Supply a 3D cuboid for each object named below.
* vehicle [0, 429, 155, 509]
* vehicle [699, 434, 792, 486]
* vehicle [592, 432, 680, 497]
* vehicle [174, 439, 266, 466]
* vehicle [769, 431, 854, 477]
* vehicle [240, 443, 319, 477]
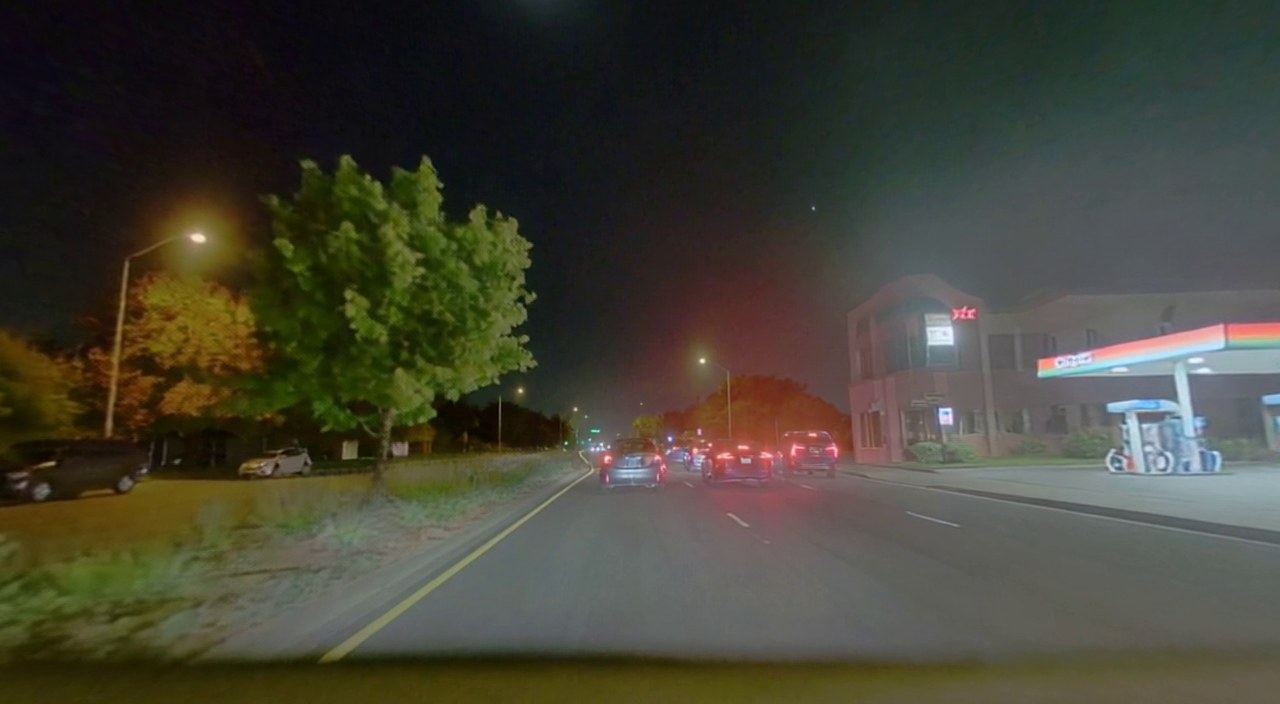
[{"bbox_3d":[-18.988,3.679,20.663,2.222,2.141,5.390,-1,-6,-4],"label":"vehicle"},{"bbox_3d":[3.272,3.473,20.613,2.124,1.476,4.730,0,-8,-1],"label":"vehicle"},{"bbox_3d":[-0.071,2.897,16.608,2.052,1.488,3.779,0,-8,1],"label":"vehicle"},{"bbox_3d":[-28.216,6.754,42.520,4.699,1.775,2.007,0,-8,1],"label":"vehicle"},{"bbox_3d":[7.056,4.262,26.582,2.117,1.757,4.969,0,-8,-1],"label":"vehicle"},{"bbox_3d":[-19.362,5.812,34.146,1.903,1.706,3.994,0,-8,0],"label":"vehicle"}]
